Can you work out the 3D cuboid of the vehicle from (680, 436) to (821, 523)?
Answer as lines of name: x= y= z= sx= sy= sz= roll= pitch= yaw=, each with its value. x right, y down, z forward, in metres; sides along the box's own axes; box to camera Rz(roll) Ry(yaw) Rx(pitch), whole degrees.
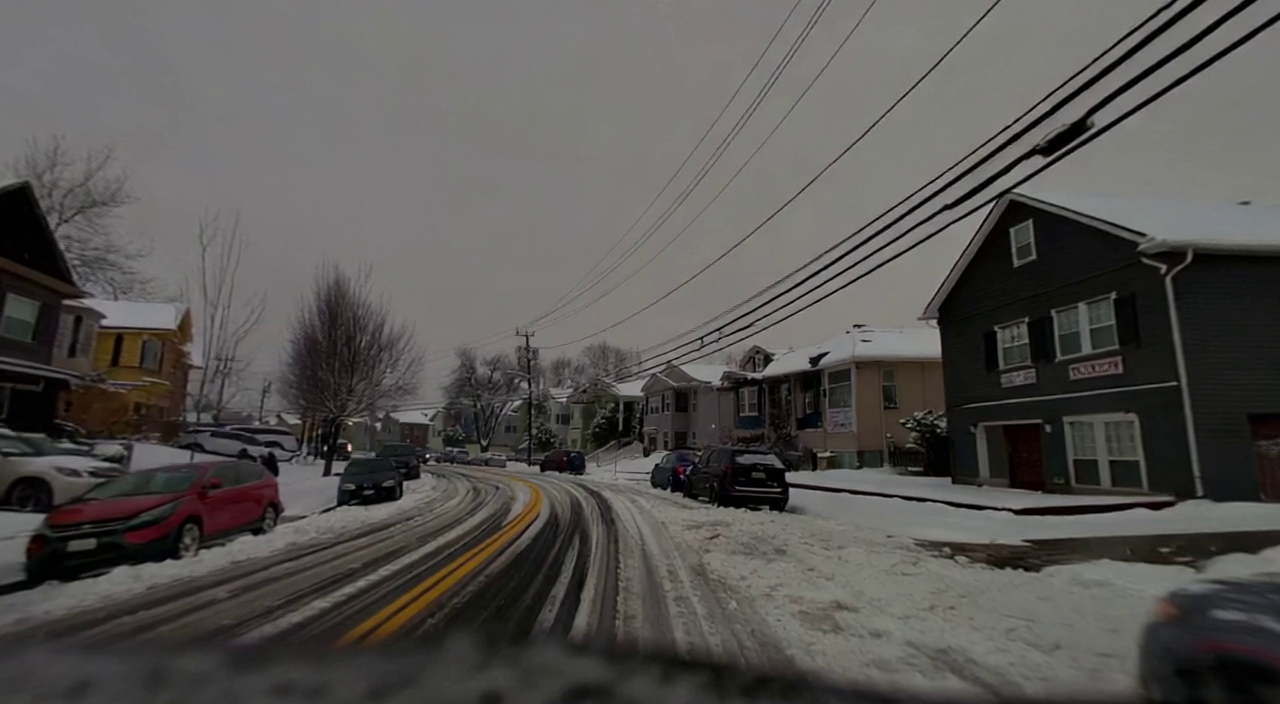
vehicle: x=2.468 y=3.002 z=15.523 sx=1.974 sy=1.769 sz=4.610 roll=1 pitch=-9 yaw=-9

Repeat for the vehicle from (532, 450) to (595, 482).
vehicle: x=-4.572 y=6.672 z=37.215 sx=1.994 sy=1.682 sz=4.750 roll=9 pitch=-12 yaw=-27

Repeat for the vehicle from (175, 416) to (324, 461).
vehicle: x=-18.729 y=4.215 z=30.586 sx=5.822 sy=1.956 sz=2.355 roll=5 pitch=-10 yaw=-32

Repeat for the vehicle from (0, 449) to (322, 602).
vehicle: x=-7.140 y=2.406 z=9.640 sx=2.154 sy=1.516 sz=4.854 roll=-7 pitch=-8 yaw=-3

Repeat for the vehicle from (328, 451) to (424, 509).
vehicle: x=-8.123 y=3.914 z=19.760 sx=2.003 sy=1.447 sz=3.642 roll=-2 pitch=-8 yaw=-10
